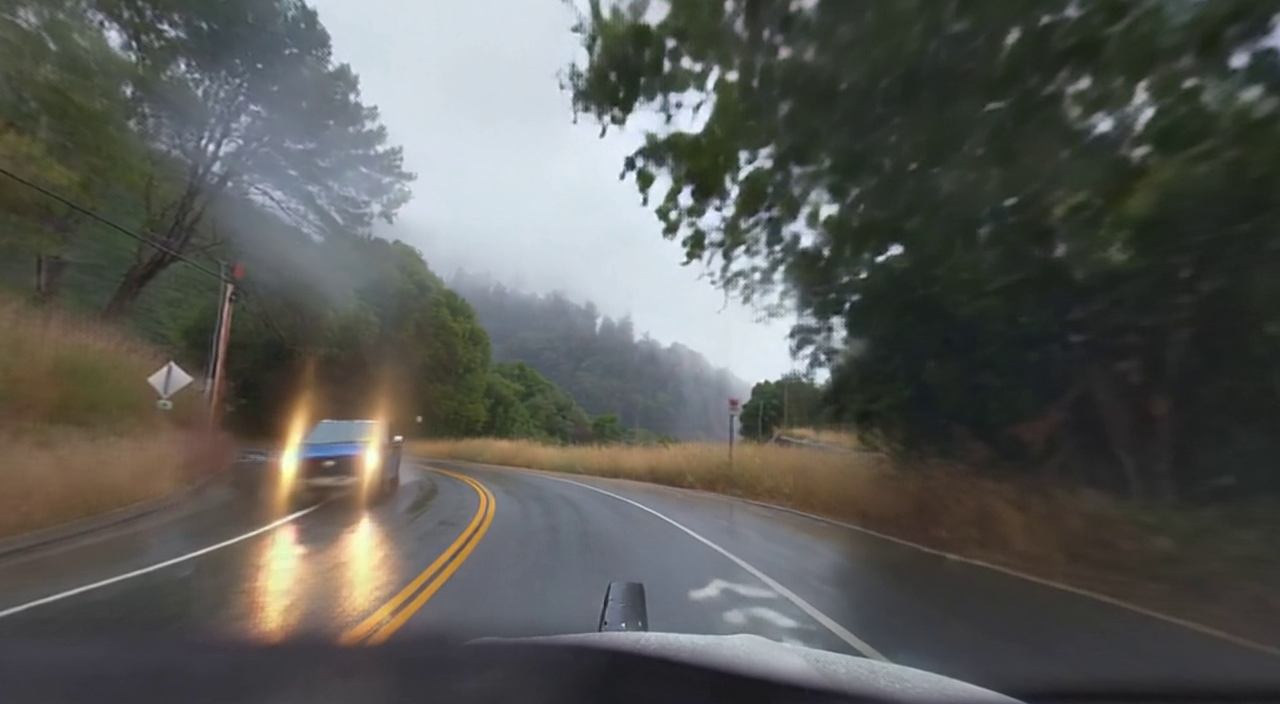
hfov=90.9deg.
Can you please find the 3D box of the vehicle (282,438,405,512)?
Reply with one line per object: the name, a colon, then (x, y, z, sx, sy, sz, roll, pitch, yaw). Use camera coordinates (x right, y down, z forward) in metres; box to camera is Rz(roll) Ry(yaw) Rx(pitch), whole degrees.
vehicle: (-6.840, 2.811, 15.066, 2.063, 1.443, 4.488, 2, -9, -18)
